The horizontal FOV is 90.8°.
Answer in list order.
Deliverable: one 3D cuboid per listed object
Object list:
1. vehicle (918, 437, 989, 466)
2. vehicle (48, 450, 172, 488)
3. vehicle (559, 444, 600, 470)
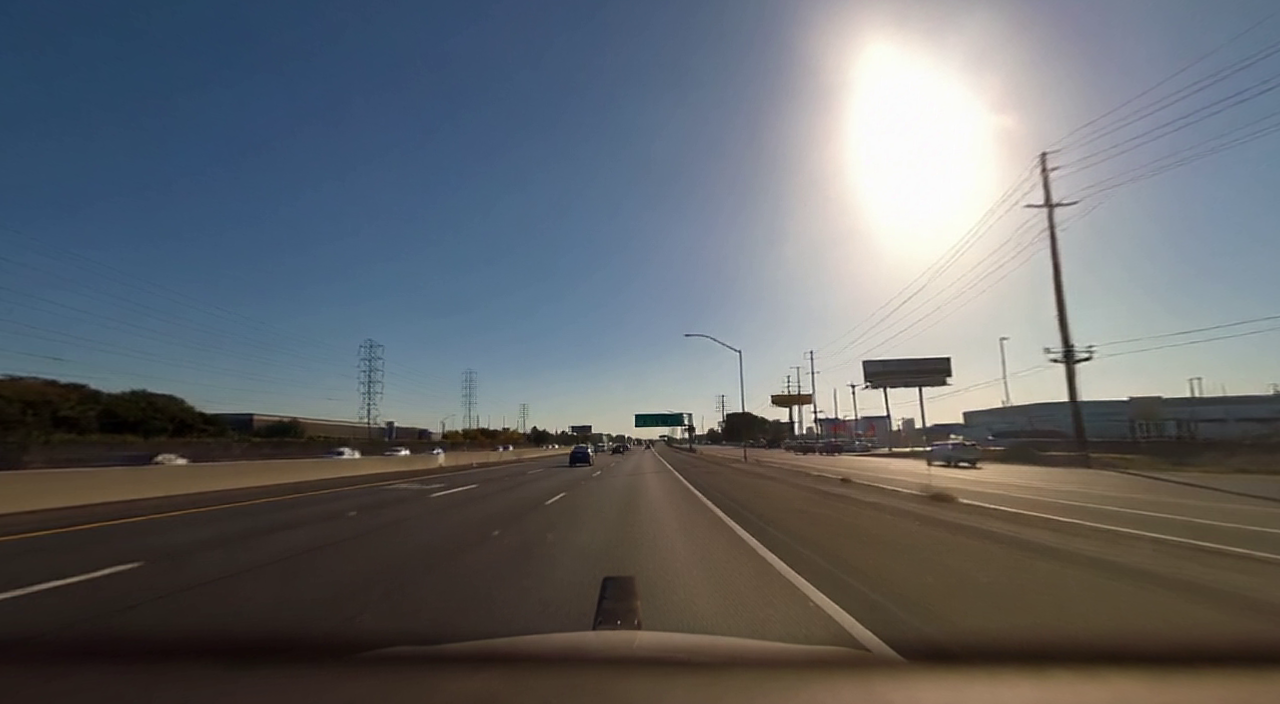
[{"bbox_3d":[19.016,6.033,38.547,1.842,1.639,4.554,0,-9,-2],"label":"vehicle"},{"bbox_3d":[-25.015,5.500,30.105,1.812,1.487,4.833,-3,-8,0],"label":"vehicle"},{"bbox_3d":[-3.617,6.385,38.693,1.940,1.479,4.545,0,-9,1],"label":"vehicle"}]
